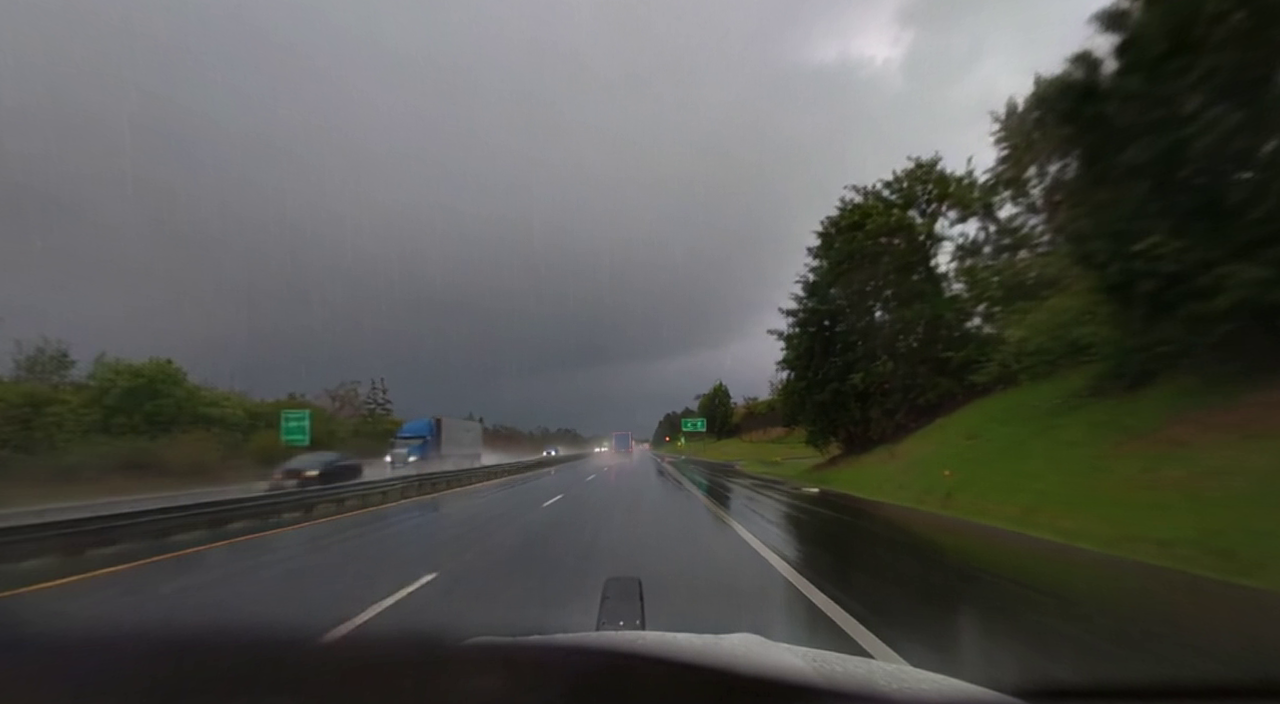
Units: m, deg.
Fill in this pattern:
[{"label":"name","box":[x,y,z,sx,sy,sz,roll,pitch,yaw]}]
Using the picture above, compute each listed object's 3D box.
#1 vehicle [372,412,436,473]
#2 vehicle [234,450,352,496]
[{"label":"vehicle","box":[-16.223,6.253,43.610,3.104,3.970,2.917,-1,-9,1]},{"label":"vehicle","box":[-12.086,4.198,22.313,1.870,1.446,4.016,0,-9,0]}]
